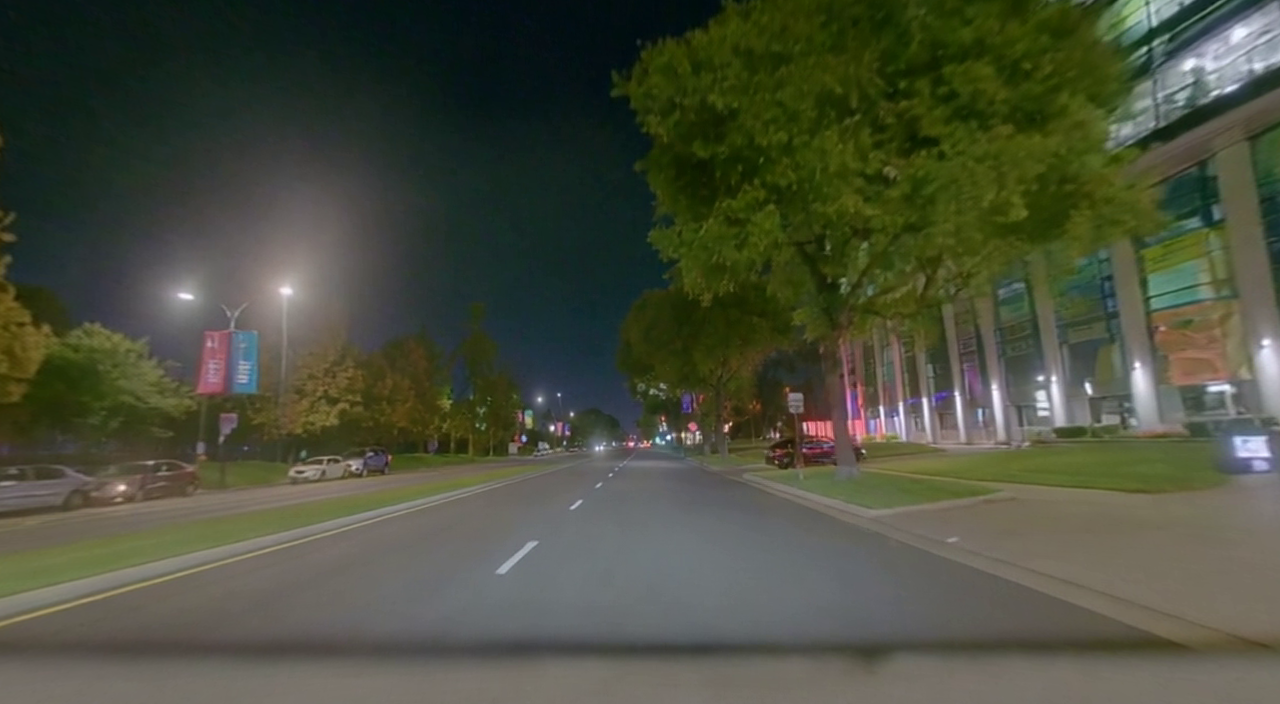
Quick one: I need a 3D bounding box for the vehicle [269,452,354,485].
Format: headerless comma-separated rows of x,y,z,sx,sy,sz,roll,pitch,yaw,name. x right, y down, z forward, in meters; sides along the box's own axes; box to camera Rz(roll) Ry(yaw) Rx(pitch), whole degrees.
-17.308,6.139,33.386,1.873,1.544,4.794,0,-8,1,vehicle

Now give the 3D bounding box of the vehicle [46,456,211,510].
-17.480,4.455,21.811,2.020,1.471,4.419,-3,-9,0,vehicle

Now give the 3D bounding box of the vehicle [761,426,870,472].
8.879,4.965,32.132,4.716,1.672,2.330,-7,-8,-1,vehicle

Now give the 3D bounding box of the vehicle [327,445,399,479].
-17.127,6.774,39.123,2.301,1.821,4.731,-4,-8,1,vehicle
